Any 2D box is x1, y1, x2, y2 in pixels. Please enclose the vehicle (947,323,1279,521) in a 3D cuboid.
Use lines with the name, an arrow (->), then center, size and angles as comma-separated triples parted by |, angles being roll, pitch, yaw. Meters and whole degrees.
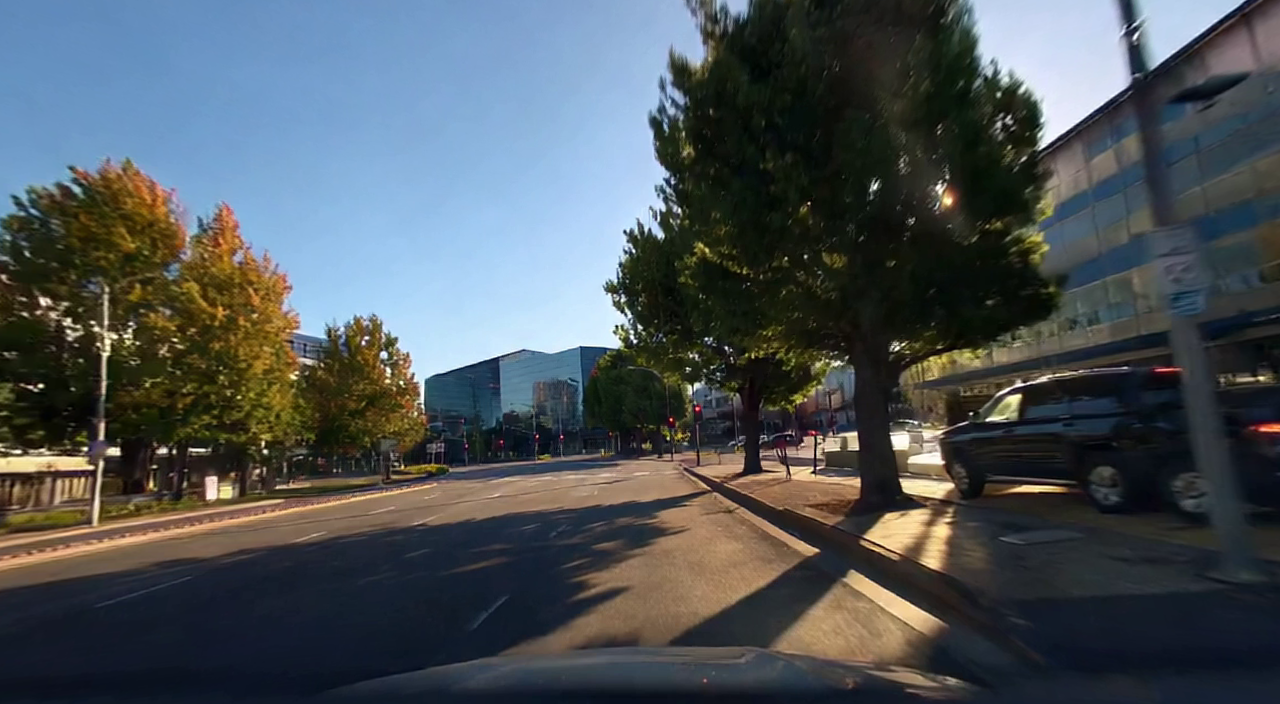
vehicle -> 7.521, 1.059, 8.872 | 2.530, 2.076, 5.768 | 2, -9, -14
